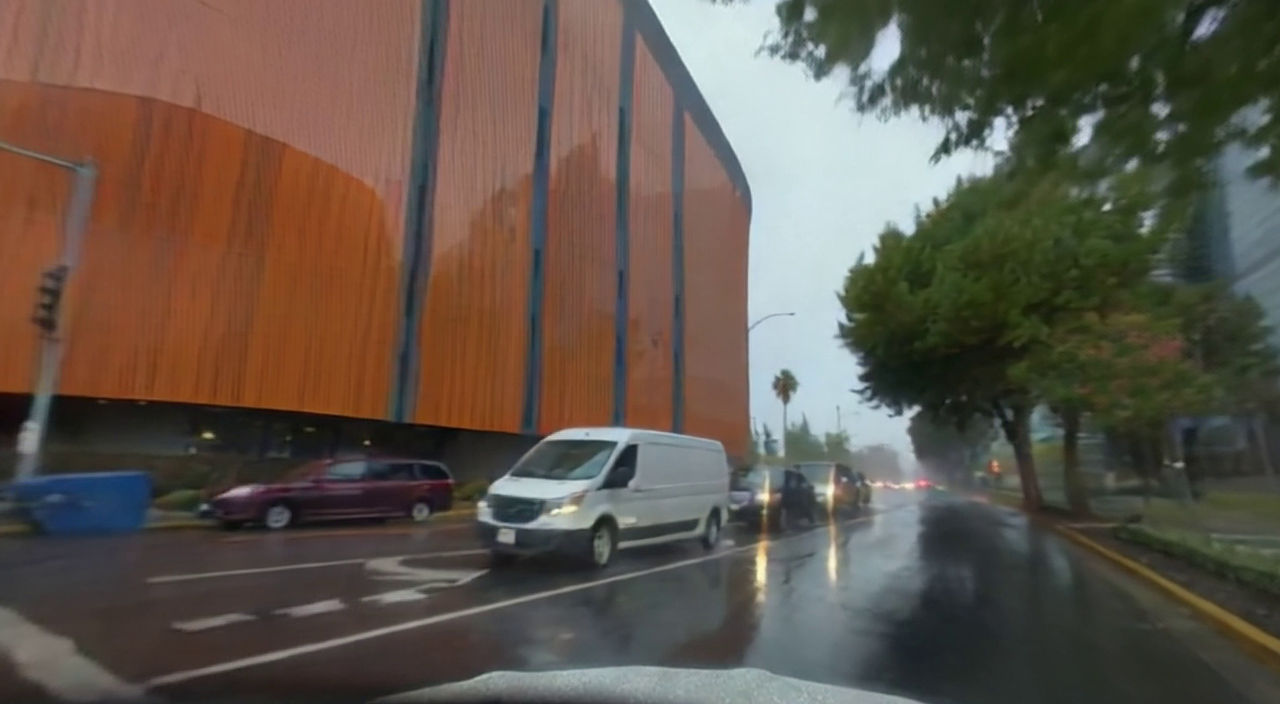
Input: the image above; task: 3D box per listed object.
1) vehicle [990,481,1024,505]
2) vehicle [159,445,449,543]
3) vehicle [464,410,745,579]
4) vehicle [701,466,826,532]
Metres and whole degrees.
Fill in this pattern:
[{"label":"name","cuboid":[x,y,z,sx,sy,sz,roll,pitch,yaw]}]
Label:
[{"label":"vehicle","cuboid":[26.015,9.979,44.763,1.899,1.470,3.666,-5,-12,28]},{"label":"vehicle","cuboid":[-6.070,2.617,12.068,1.868,1.472,4.470,-5,-12,30]},{"label":"vehicle","cuboid":[-0.197,2.250,10.427,2.104,2.013,5.252,-7,-13,28]},{"label":"vehicle","cuboid":[3.479,3.872,17.040,1.853,1.495,4.632,-7,-13,29]}]
